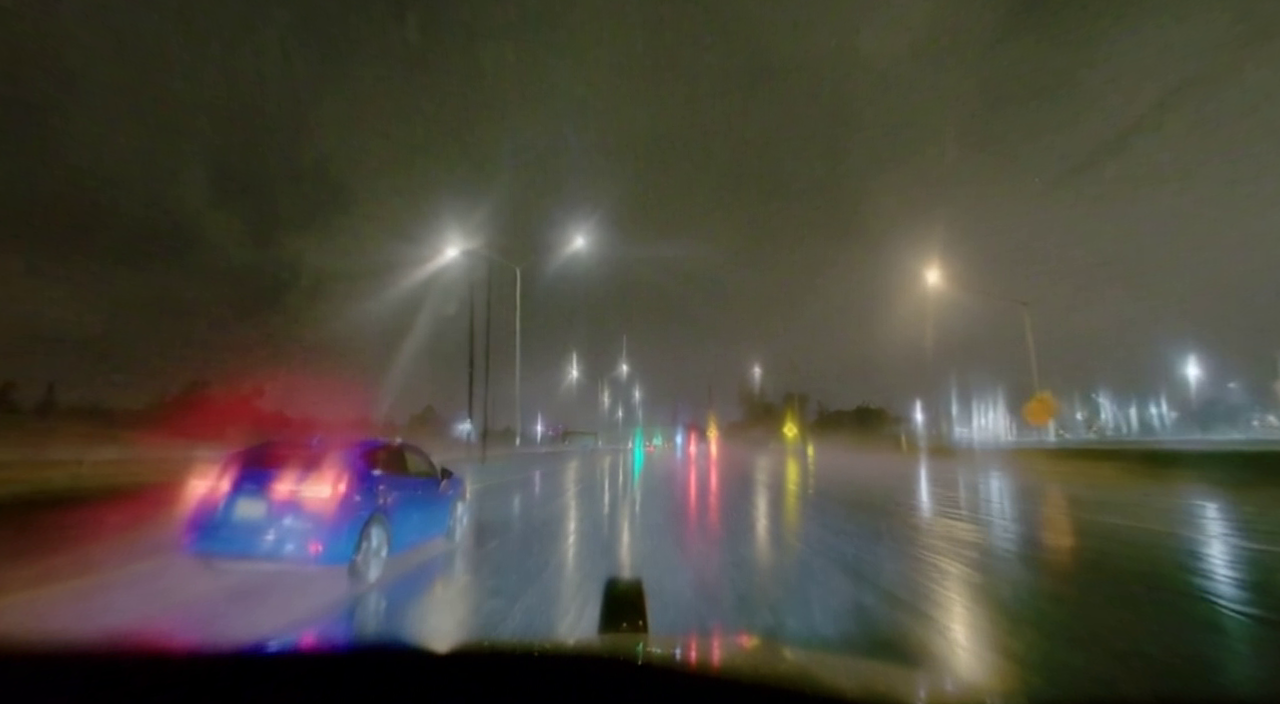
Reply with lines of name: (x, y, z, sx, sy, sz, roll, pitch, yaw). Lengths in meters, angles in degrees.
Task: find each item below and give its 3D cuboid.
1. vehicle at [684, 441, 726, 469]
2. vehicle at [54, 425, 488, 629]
vehicle: (3.704, 6.024, 36.935, 1.949, 1.515, 4.374, 0, -9, -1)
vehicle: (-3.348, 1.663, 7.141, 1.979, 1.505, 4.705, 0, -9, 2)
